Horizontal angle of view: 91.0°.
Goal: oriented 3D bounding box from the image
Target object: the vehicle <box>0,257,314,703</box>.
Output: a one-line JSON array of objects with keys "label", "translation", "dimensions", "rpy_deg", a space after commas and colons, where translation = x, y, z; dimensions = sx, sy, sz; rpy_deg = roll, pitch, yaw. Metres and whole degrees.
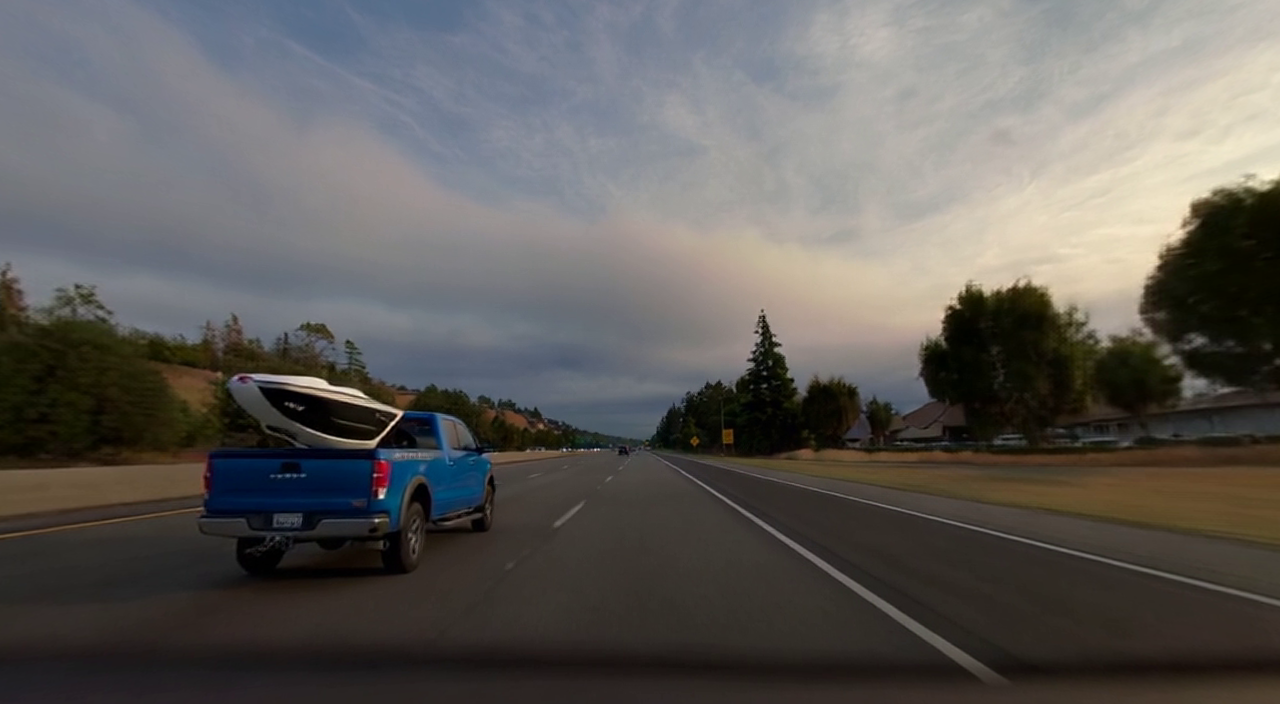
[{"label": "vehicle", "translation": [-3.031, 0.528, 1.081], "dimensions": [1.919, 1.935, 5.609], "rpy_deg": [0, -8, 0]}]
